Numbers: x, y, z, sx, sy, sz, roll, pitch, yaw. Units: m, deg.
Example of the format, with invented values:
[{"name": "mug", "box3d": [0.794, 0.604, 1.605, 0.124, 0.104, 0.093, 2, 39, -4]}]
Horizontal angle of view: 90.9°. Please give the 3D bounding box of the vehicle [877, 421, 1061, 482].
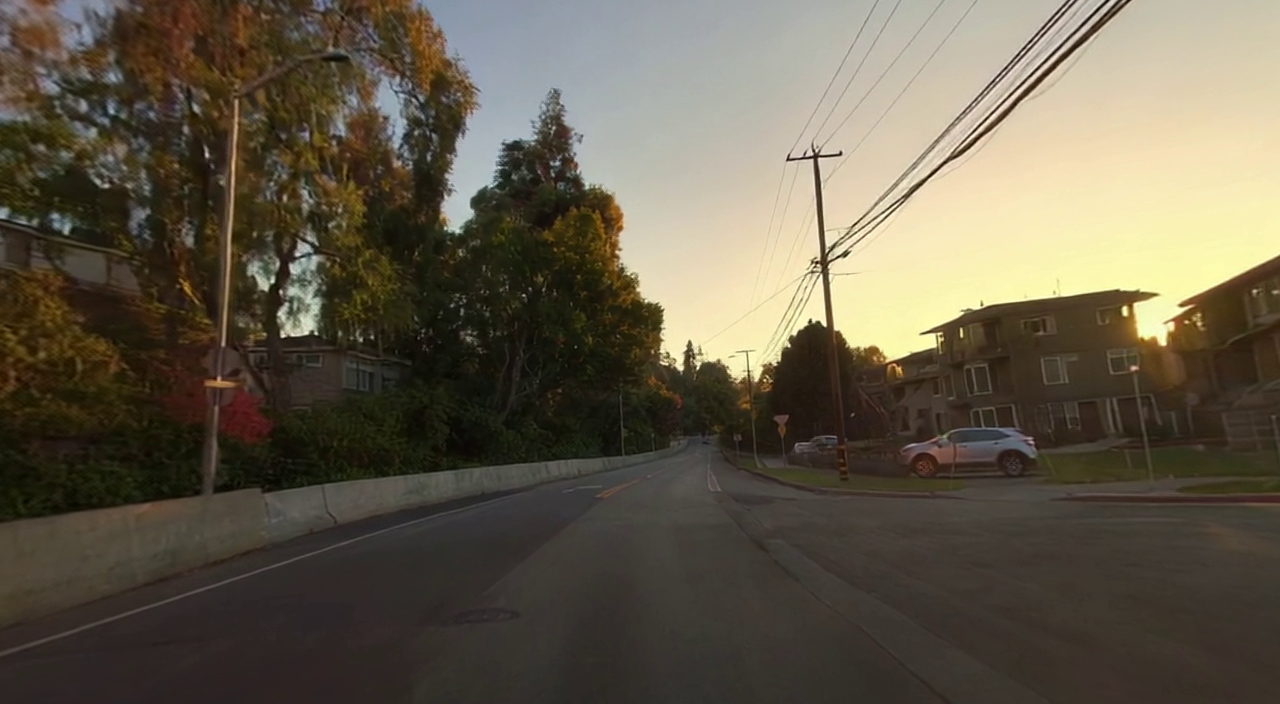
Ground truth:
[{"name": "vehicle", "box3d": [10.098, 3.097, 19.685, 4.614, 1.764, 1.860, -1, -8, 5]}]
